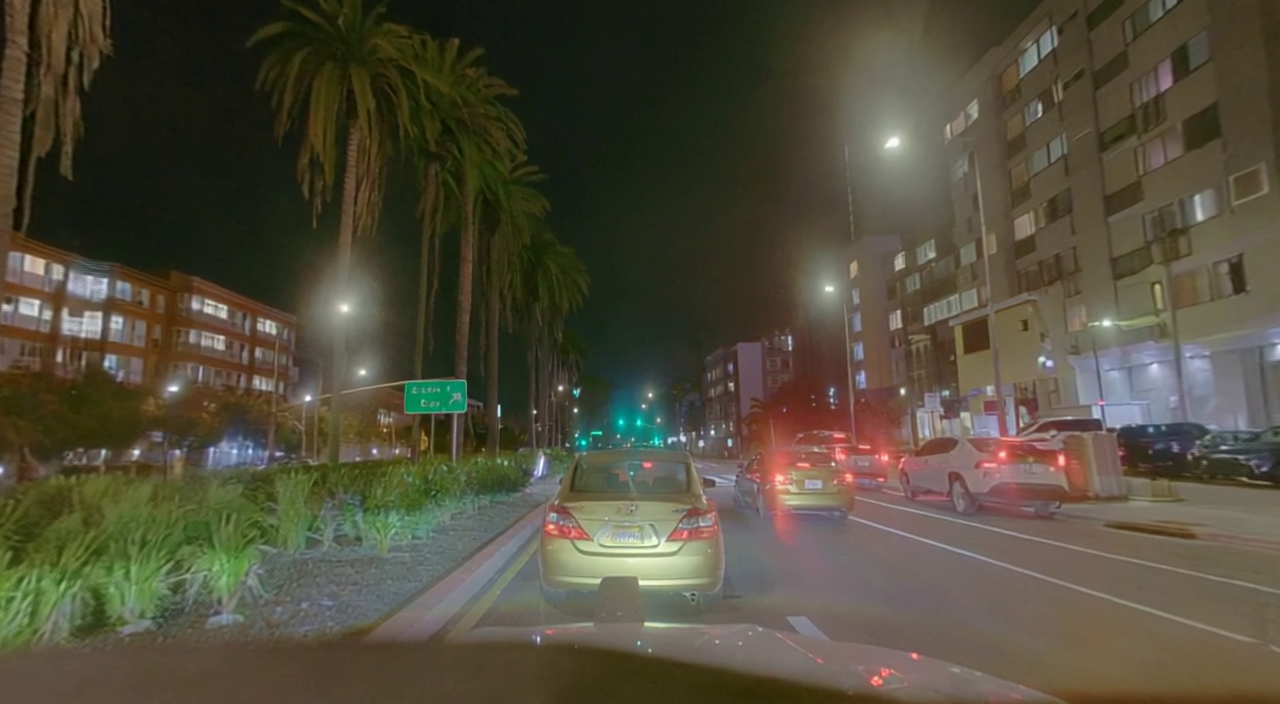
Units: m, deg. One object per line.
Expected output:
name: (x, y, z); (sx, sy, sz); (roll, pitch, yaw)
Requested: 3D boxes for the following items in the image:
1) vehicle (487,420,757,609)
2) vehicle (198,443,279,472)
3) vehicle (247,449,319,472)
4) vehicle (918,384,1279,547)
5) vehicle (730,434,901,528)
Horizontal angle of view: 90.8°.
vehicle: (-0.153, 1.601, 7.095); (2.158, 1.498, 3.919); (0, -8, 0)
vehicle: (-28.327, 7.424, 44.840); (2.115, 1.884, 5.481); (0, -8, 0)
vehicle: (-23.825, 7.256, 42.368); (1.972, 1.425, 4.765); (0, -8, 1)
vehicle: (7.199, 1.859, 10.917); (2.254, 2.072, 5.577); (0, -9, 1)
vehicle: (3.085, 2.359, 12.204); (1.925, 1.451, 4.436); (0, -8, -2)
